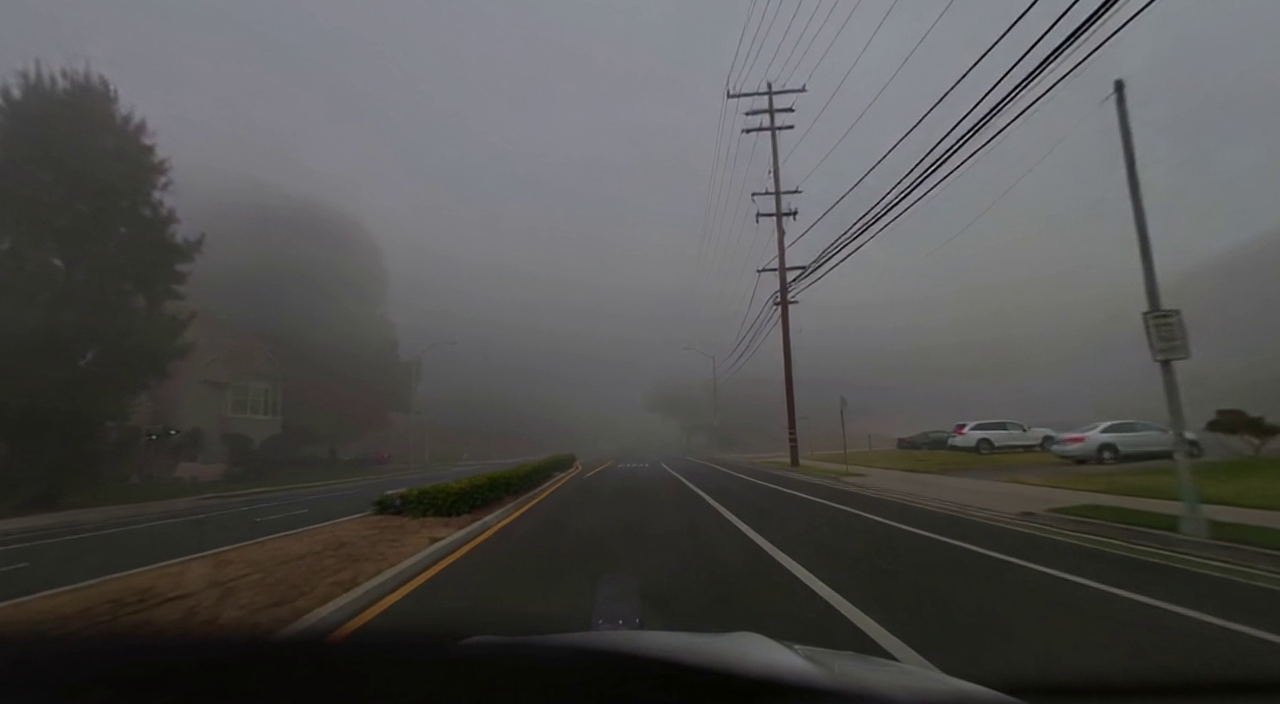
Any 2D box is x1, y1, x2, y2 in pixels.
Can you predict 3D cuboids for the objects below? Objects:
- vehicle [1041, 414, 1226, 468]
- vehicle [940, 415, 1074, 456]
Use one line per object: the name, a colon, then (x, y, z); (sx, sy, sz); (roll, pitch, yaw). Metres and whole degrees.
vehicle: (16.680, 3.033, 21.551); (4.560, 1.725, 2.096); (0, -8, -2)
vehicle: (16.808, 3.866, 29.133); (4.833, 1.786, 2.136); (0, -8, -1)
